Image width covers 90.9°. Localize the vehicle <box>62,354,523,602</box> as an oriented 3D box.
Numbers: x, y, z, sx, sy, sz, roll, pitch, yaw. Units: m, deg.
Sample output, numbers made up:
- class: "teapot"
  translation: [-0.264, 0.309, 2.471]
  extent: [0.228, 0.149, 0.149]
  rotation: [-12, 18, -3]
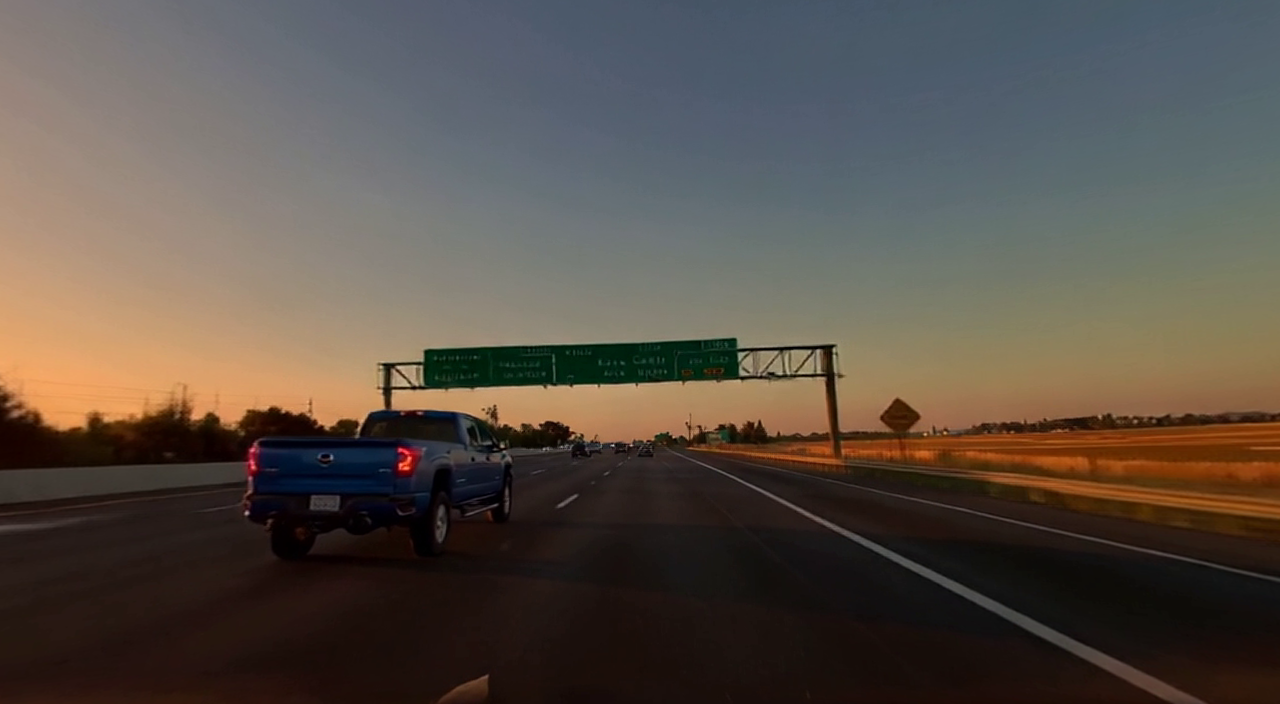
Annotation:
- class: "vehicle"
  translation: [-3.500, 1.497, 8.423]
  extent: [2.601, 2.084, 6.068]
  rotation: [0, -8, 1]
